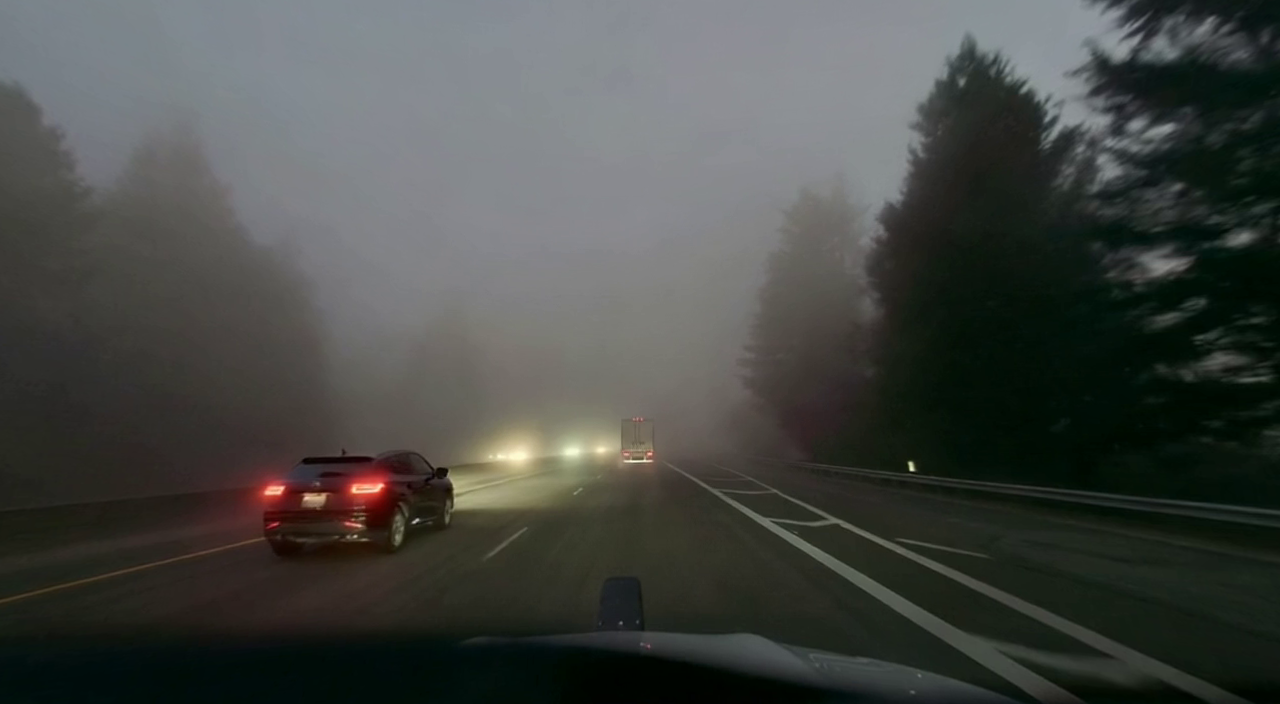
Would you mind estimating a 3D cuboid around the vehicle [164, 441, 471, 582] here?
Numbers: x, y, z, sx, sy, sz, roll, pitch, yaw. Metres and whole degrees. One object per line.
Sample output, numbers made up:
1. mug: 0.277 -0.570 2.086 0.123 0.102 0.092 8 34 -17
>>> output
1. vehicle: -3.927 1.989 8.678 1.955 1.438 4.100 -1 -9 2
